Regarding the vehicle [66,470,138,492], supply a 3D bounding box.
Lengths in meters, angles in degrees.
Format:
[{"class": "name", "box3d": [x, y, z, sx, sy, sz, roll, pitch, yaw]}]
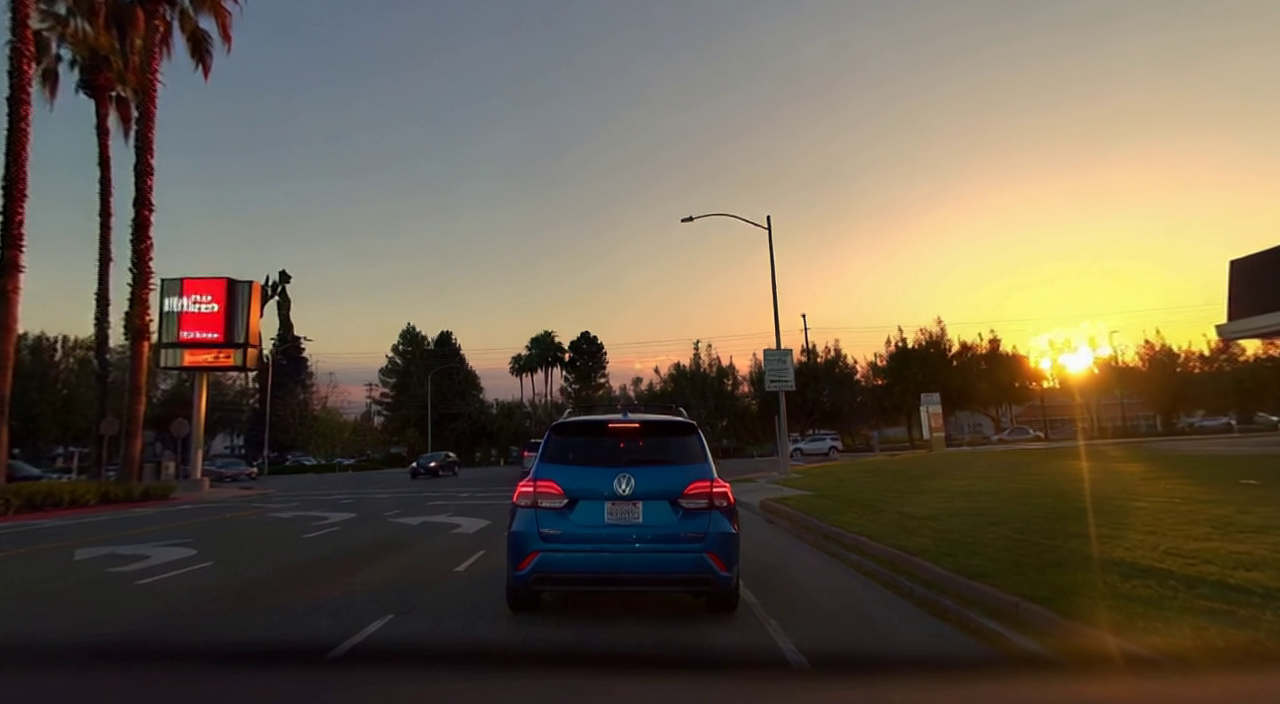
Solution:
[{"class": "vehicle", "box3d": [-39.940, 9.564, 47.012, 1.602, 1.400, 4.220, 0, -9, 0]}]

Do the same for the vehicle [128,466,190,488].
[{"class": "vehicle", "box3d": [-35.633, 9.255, 46.888, 1.641, 1.375, 3.640, 0, -9, 1]}]

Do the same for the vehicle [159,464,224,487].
[{"class": "vehicle", "box3d": [-33.302, 9.161, 47.027, 1.792, 1.439, 3.952, -1, -9, 3]}]

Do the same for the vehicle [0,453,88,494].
[{"class": "vehicle", "box3d": [-28.072, 5.383, 28.232, 4.584, 1.714, 2.186, 4, -10, -27]}]

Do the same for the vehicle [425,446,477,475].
[{"class": "vehicle", "box3d": [-12.312, 7.075, 41.463, 1.965, 1.718, 4.466, 0, -9, 2]}]

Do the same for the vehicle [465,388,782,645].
[{"class": "vehicle", "box3d": [-0.140, 1.407, 6.330, 2.137, 1.728, 3.926, 0, -9, -1]}]
